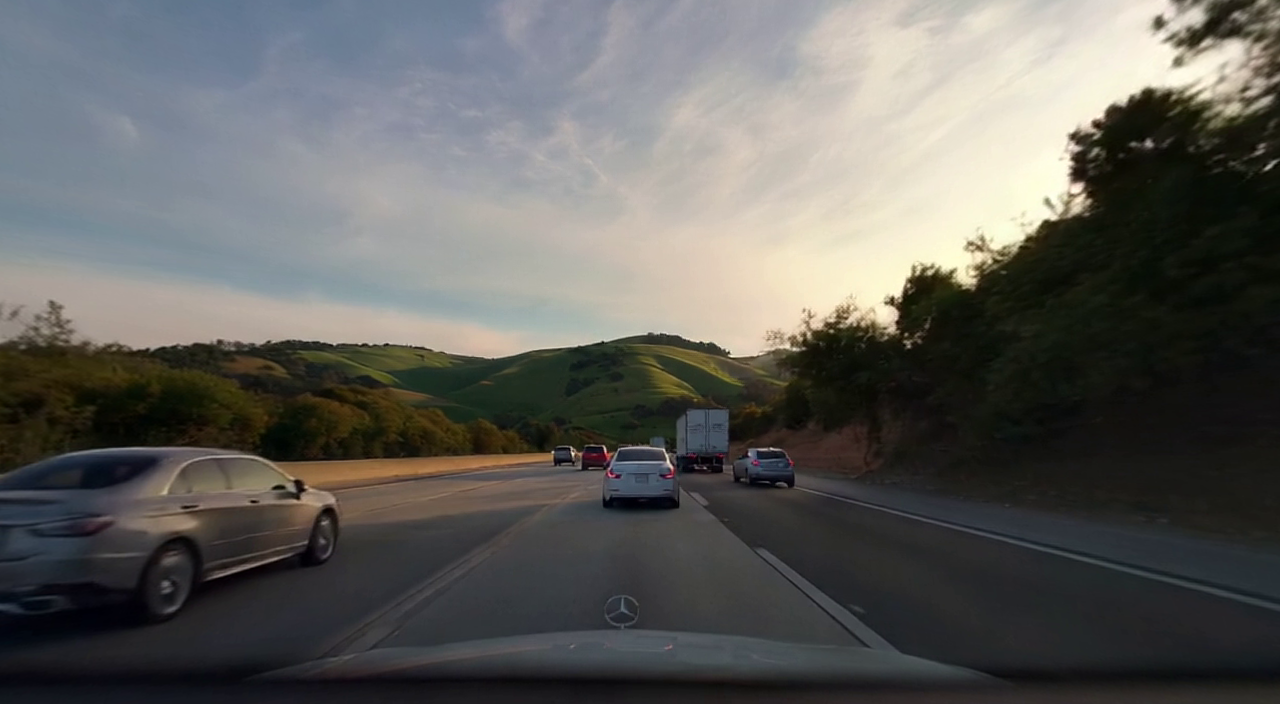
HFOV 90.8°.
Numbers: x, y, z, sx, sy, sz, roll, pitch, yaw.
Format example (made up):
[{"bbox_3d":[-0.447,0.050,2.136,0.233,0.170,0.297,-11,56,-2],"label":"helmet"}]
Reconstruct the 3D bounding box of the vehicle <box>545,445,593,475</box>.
[{"bbox_3d":[-4.078,6.282,36.844,2.211,1.669,4.224,0,-9,2],"label":"vehicle"}]

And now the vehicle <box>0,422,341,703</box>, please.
[{"bbox_3d":[-4.270,1.389,5.003,1.848,1.486,3.832,0,-9,1],"label":"vehicle"}]

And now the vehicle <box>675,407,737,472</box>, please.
[{"bbox_3d":[4.619,6.805,47.938,3.194,4.038,16.301,0,-9,1],"label":"vehicle"}]

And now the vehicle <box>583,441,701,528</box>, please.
[{"bbox_3d":[0.040,2.584,12.743,2.041,1.484,3.535,0,-9,0],"label":"vehicle"}]

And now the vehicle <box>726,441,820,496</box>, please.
[{"bbox_3d":[4.203,3.759,20.751,2.029,1.579,4.484,0,-9,-1],"label":"vehicle"}]
